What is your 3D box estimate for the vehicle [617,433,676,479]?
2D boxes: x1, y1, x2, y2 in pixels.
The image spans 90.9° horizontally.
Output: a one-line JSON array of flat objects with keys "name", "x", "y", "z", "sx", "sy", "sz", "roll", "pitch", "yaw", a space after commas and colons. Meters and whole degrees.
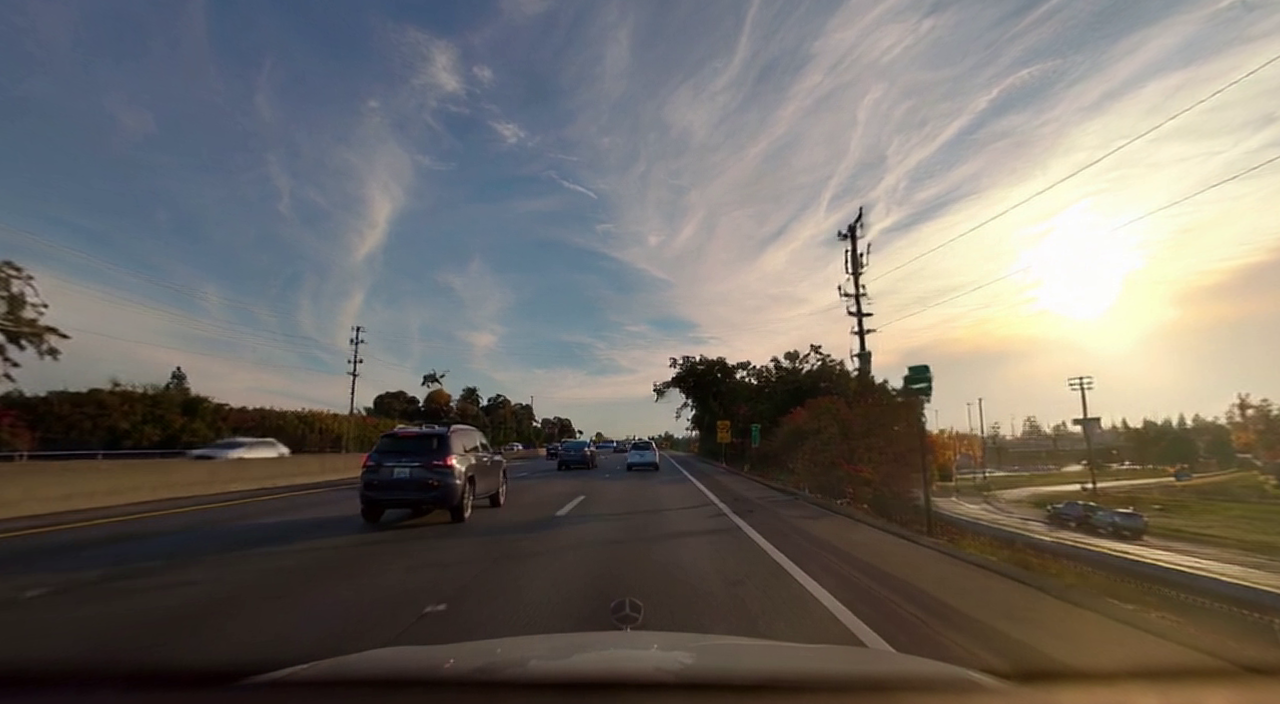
[{"name": "vehicle", "x": 0.300, "y": 4.392, "z": 26.855, "sx": 2.319, "sy": 1.813, "sz": 4.274, "roll": 0, "pitch": -8, "yaw": 1}]

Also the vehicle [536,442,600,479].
[{"name": "vehicle", "x": -3.040, "y": 4.694, "z": 27.595, "sx": 2.092, "sy": 1.464, "sz": 4.466, "roll": 0, "pitch": -8, "yaw": 2}]

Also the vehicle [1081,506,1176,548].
[{"name": "vehicle", "x": 24.998, "y": 8.952, "z": 32.480, "sx": 1.985, "sy": 1.513, "sz": 4.339, "roll": -2, "pitch": -8, "yaw": 10}]

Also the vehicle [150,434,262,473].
[{"name": "vehicle", "x": -20.619, "y": 4.836, "z": 30.249, "sx": 1.958, "sy": 1.698, "sz": 4.572, "roll": 0, "pitch": -8, "yaw": 2}]

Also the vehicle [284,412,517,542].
[{"name": "vehicle", "x": -3.709, "y": 2.037, "z": 10.889, "sx": 2.104, "sy": 1.754, "sz": 4.515, "roll": 0, "pitch": -8, "yaw": 2}]
